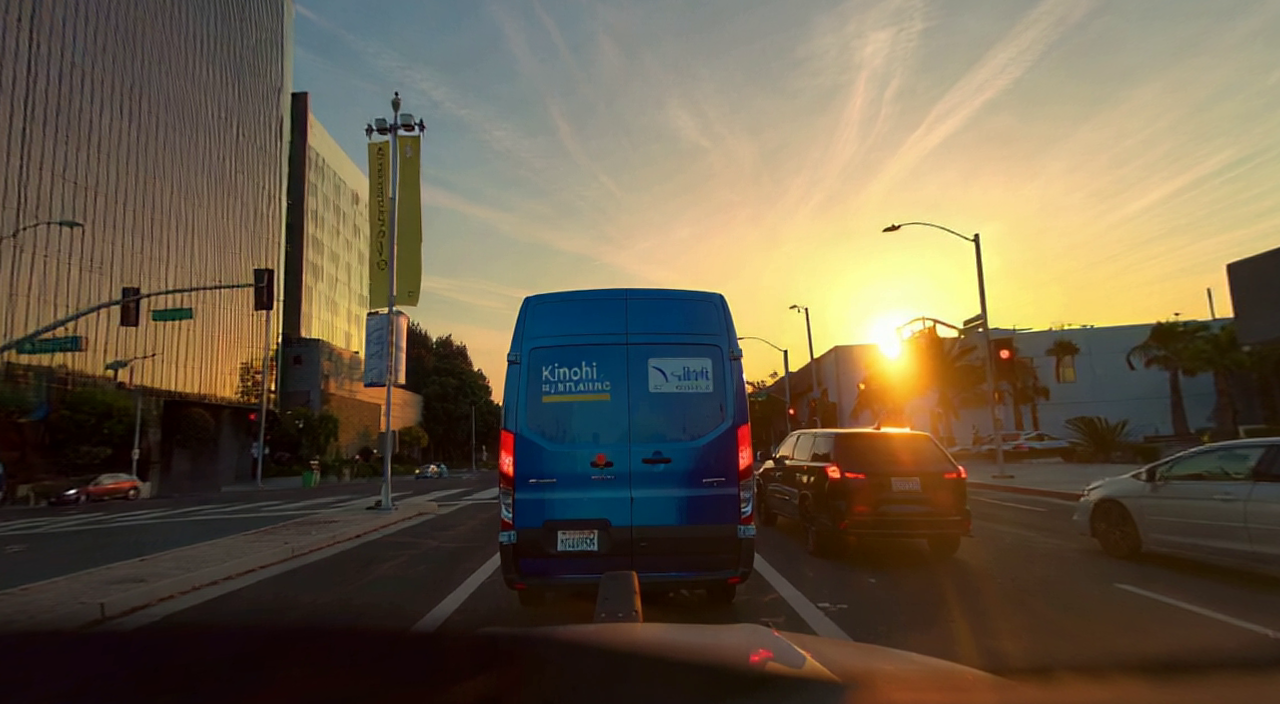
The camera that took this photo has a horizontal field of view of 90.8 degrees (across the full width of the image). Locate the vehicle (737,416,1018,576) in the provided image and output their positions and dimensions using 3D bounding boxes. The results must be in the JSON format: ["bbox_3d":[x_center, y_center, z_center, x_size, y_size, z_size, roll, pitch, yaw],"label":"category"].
[{"bbox_3d":[2.883,1.862,9.041,2.183,1.676,4.506,0,-8,-1],"label":"vehicle"}]

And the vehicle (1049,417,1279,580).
[{"bbox_3d":[7.533,1.582,7.004,1.963,1.669,4.678,3,-9,-20],"label":"vehicle"}]

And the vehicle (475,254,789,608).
[{"bbox_3d":[-0.032,1.168,9.106,2.613,3.035,7.342,0,-8,1],"label":"vehicle"}]

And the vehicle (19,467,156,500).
[{"bbox_3d":[-28.234,6.746,32.469,4.888,1.481,1.873,2,-9,-12],"label":"vehicle"}]
